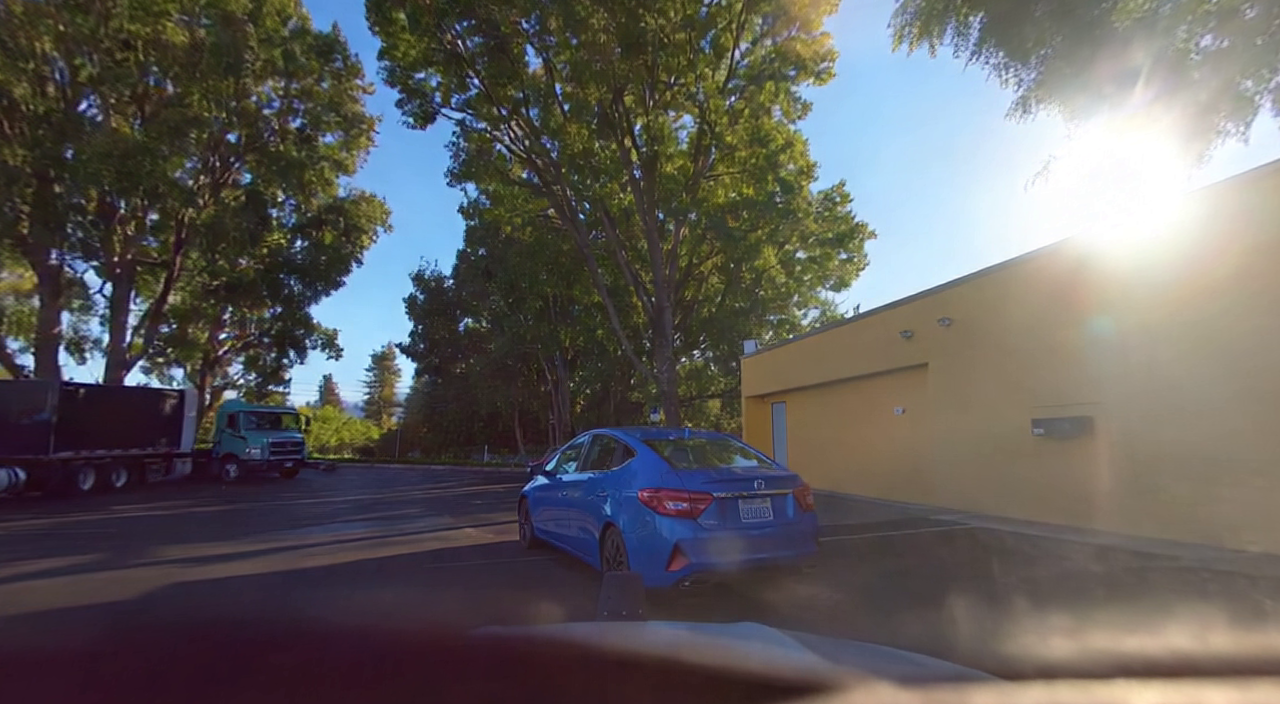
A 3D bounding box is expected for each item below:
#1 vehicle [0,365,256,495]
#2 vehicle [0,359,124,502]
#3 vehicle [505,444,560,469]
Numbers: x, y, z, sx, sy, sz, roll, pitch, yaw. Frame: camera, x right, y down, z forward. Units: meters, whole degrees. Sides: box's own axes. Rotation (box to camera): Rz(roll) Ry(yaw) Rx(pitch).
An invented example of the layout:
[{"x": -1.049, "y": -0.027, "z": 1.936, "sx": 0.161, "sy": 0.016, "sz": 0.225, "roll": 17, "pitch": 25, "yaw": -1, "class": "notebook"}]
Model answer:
[{"x": -19.779, "y": 3.088, "z": 23.905, "sx": 11.906, "sy": 4.069, "sz": 2.948, "roll": -5, "pitch": -10, "yaw": 28, "class": "vehicle"}, {"x": -22.022, "y": 2.755, "z": 21.063, "sx": 11.512, "sy": 3.871, "sz": 3.038, "roll": -5, "pitch": -10, "yaw": 29, "class": "vehicle"}, {"x": -6.776, "y": 6.660, "z": 40.190, "sx": 1.809, "sy": 1.506, "sz": 3.473, "roll": -4, "pitch": -10, "yaw": 24, "class": "vehicle"}]
